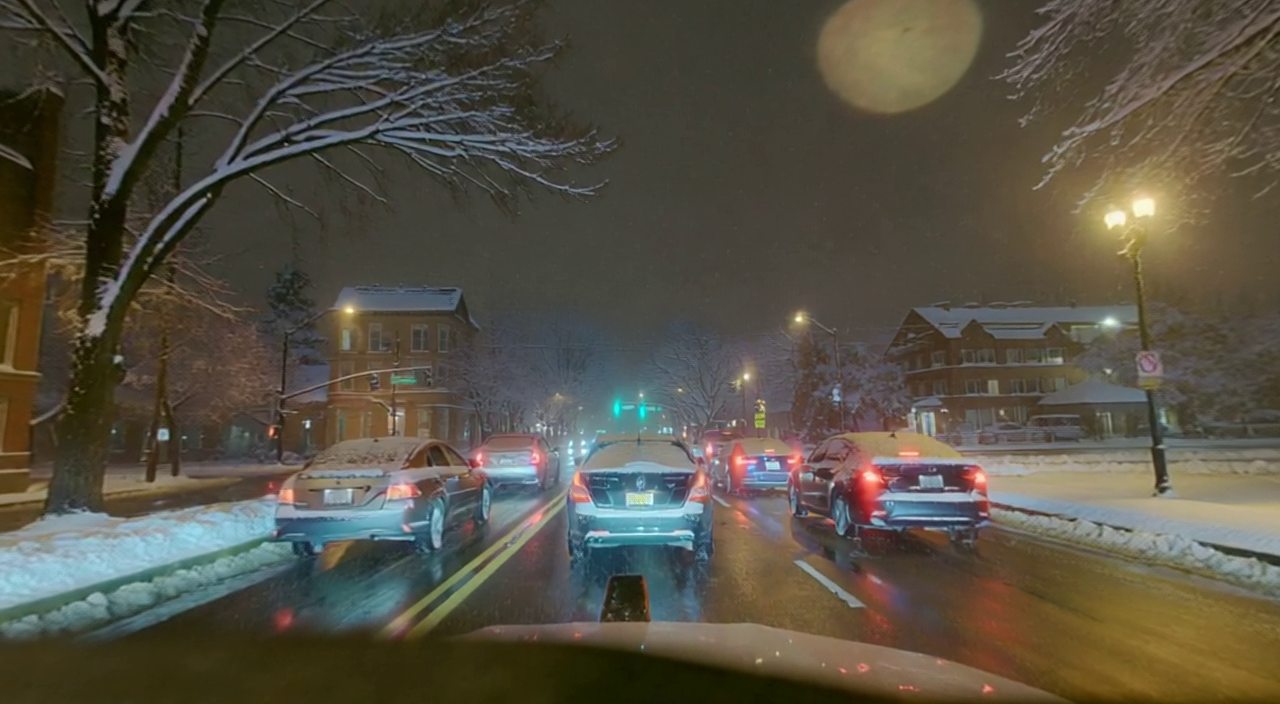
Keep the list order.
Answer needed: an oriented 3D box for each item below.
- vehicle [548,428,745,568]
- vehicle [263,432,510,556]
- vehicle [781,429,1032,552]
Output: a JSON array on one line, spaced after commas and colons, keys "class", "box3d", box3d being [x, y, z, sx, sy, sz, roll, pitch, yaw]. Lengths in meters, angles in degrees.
[{"class": "vehicle", "box3d": [0.048, 1.862, 8.800, 2.101, 1.480, 3.929, 0, -8, -1]}, {"class": "vehicle", "box3d": [-3.463, 2.010, 9.644, 2.002, 1.465, 4.098, 0, -8, 1]}, {"class": "vehicle", "box3d": [3.784, 2.028, 10.021, 1.990, 1.486, 4.431, 0, -8, -1]}]
